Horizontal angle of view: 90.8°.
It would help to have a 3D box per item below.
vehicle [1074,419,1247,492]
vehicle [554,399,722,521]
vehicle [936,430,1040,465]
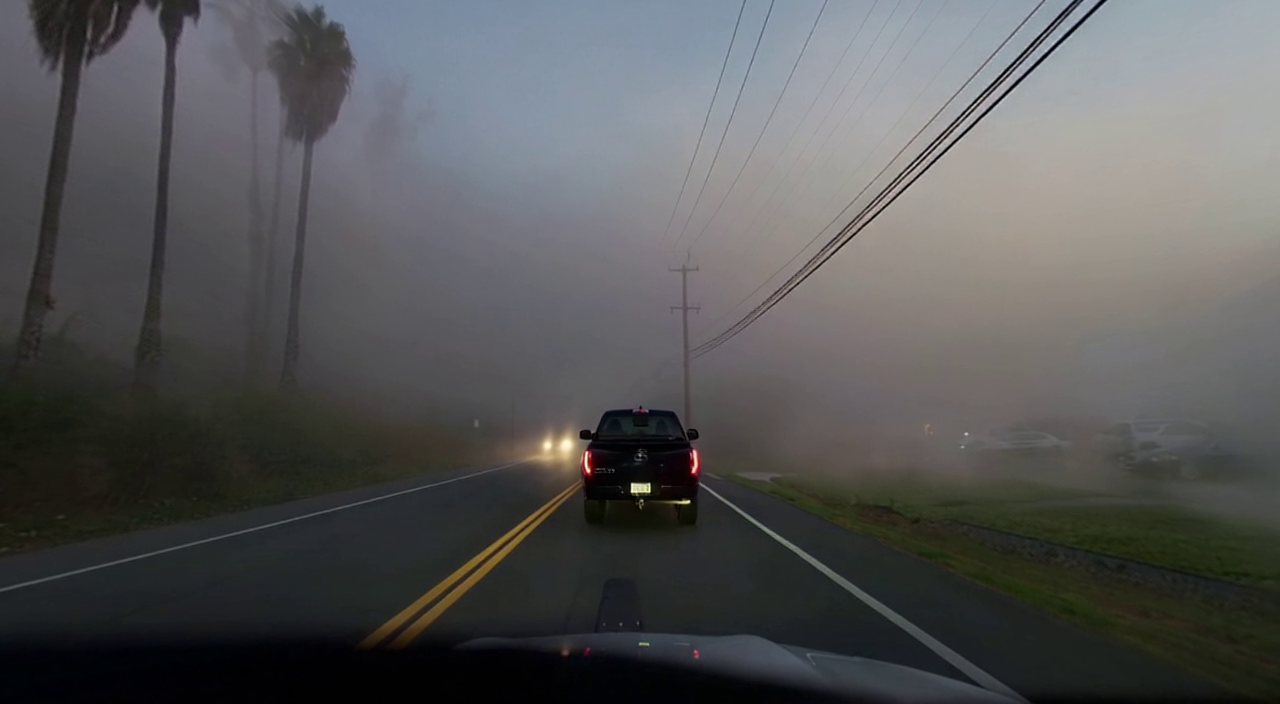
[{"bbox_3d":[16.115,3.245,20.127,2.338,1.917,6.076,-3,-9,21],"label":"vehicle"},{"bbox_3d":[-0.021,2.276,13.754,2.848,2.047,5.885,0,-8,0],"label":"vehicle"},{"bbox_3d":[20.370,5.662,37.480,2.277,1.836,6.267,0,-9,-4],"label":"vehicle"}]
